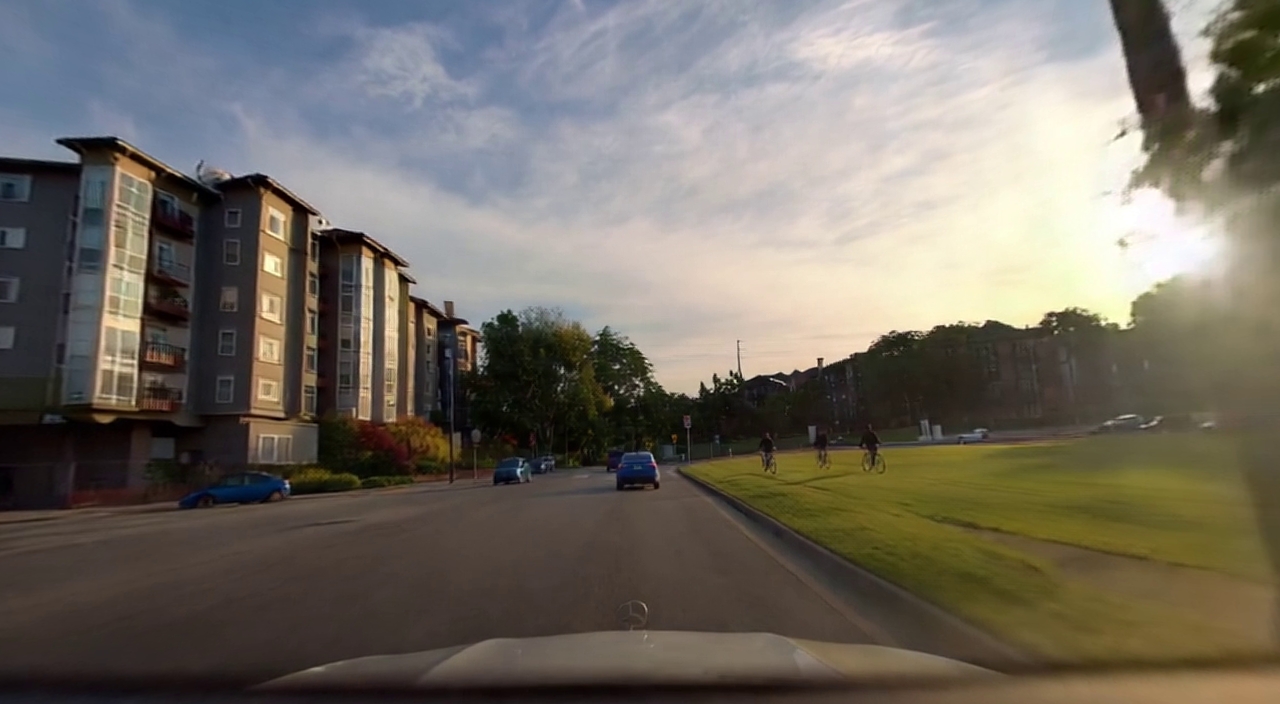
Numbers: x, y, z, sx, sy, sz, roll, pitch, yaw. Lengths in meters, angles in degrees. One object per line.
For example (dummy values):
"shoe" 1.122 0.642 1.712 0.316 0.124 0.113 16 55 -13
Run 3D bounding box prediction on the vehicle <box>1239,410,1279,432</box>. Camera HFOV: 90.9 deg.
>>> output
"vehicle" 49.230 5.363 48.801 4.294 1.638 1.998 2 -9 -15

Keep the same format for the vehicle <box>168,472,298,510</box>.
"vehicle" -18.935 6.416 29.475 2.116 1.409 4.607 -8 -12 43

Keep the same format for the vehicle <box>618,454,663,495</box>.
"vehicle" 0.034 4.431 22.945 1.559 1.351 2.452 -1 -10 1
